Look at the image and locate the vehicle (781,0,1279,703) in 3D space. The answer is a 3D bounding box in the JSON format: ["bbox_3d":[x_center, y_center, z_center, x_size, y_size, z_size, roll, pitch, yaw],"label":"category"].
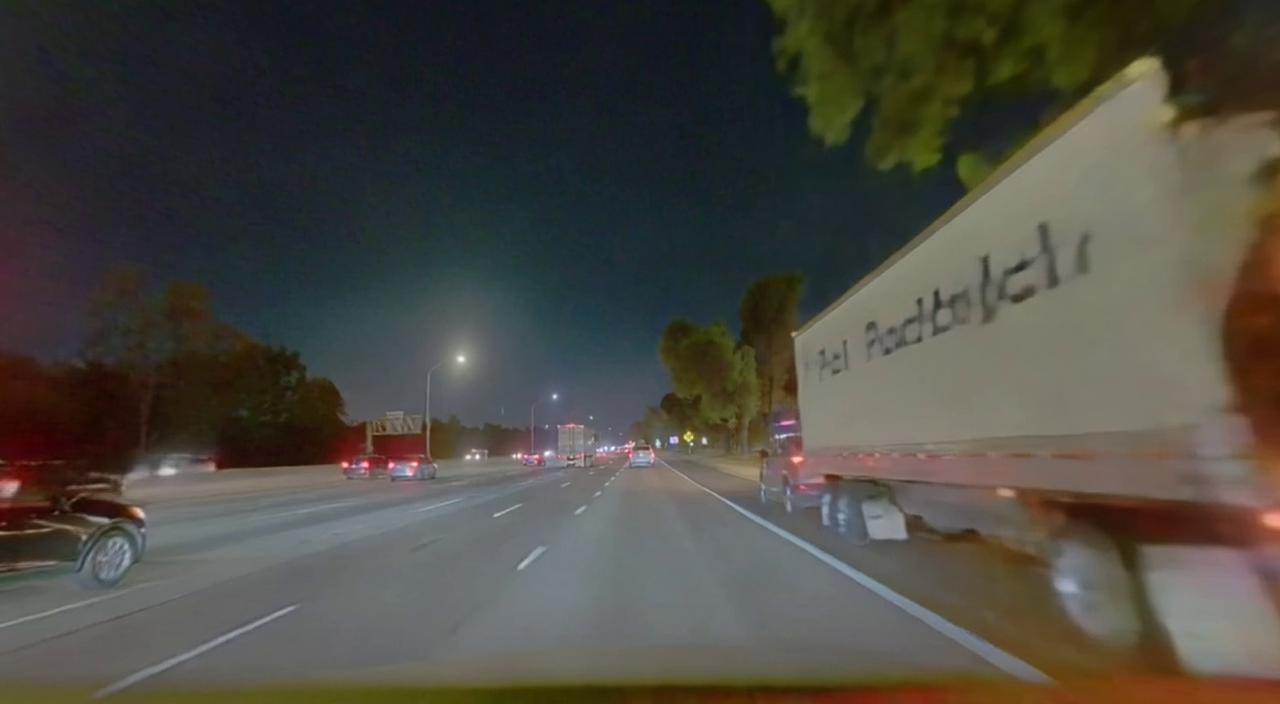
[{"bbox_3d":[4.661,0.771,7.901,2.801,3.732,11.836,-4,-9,-1],"label":"vehicle"}]

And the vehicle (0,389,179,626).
[{"bbox_3d":[-6.016,1.106,4.262,2.200,1.793,4.586,0,-8,2],"label":"vehicle"}]

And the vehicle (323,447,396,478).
[{"bbox_3d":[-15.594,6.149,35.339,1.885,1.591,4.599,0,-8,2],"label":"vehicle"}]

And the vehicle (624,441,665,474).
[{"bbox_3d":[0.258,6.133,36.979,2.227,1.794,4.646,0,-8,1],"label":"vehicle"}]

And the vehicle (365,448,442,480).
[{"bbox_3d":[-11.967,5.679,32.291,1.928,1.480,4.823,0,-8,2],"label":"vehicle"}]
